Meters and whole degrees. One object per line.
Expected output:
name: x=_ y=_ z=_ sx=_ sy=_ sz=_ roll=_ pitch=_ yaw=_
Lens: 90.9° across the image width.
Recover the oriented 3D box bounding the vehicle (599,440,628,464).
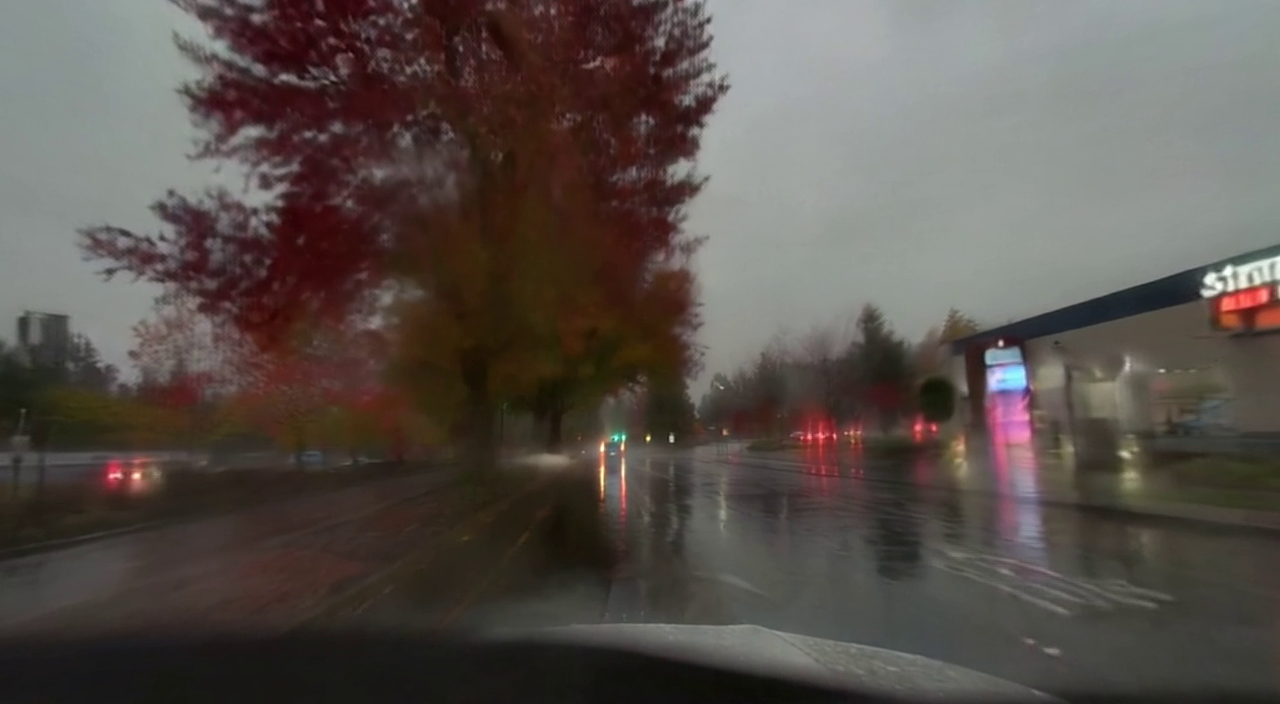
vehicle: x=-2.191 y=7.880 z=49.971 sx=2.146 sy=1.814 sz=5.110 roll=0 pitch=-8 yaw=-4
